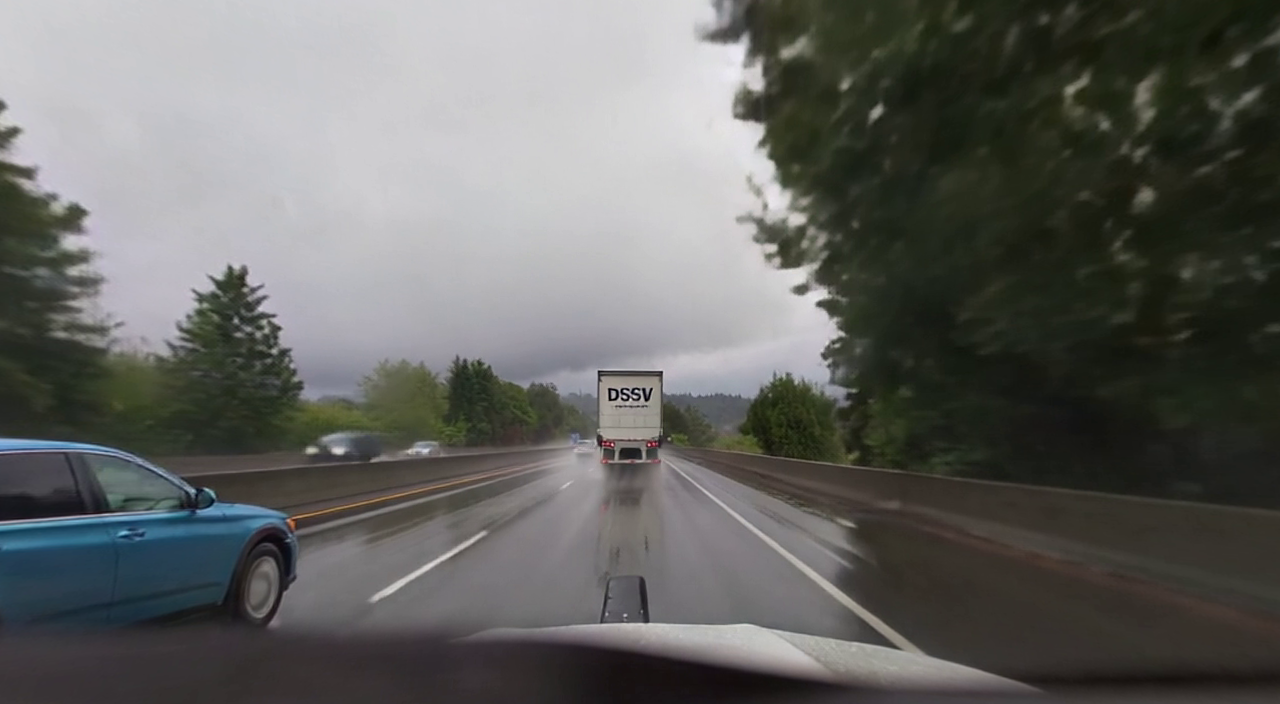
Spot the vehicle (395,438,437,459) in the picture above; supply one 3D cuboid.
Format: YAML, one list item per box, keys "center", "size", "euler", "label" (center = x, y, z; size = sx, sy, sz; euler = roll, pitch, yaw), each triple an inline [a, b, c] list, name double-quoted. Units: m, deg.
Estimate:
- center: [-17.236, 7.442, 48.703]
  size: [1.748, 1.494, 3.990]
  euler: [0, -8, 0]
  label: "vehicle"

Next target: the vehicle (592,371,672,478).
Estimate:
- center: [-0.394, 3.419, 28.599]
  size: [2.969, 3.957, 10.270]
  euler: [0, -8, -1]
  label: "vehicle"

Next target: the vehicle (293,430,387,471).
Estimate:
- center: [-12.610, 4.169, 26.829]
  size: [1.891, 1.563, 4.247]
  euler: [0, -8, 0]
  label: "vehicle"
